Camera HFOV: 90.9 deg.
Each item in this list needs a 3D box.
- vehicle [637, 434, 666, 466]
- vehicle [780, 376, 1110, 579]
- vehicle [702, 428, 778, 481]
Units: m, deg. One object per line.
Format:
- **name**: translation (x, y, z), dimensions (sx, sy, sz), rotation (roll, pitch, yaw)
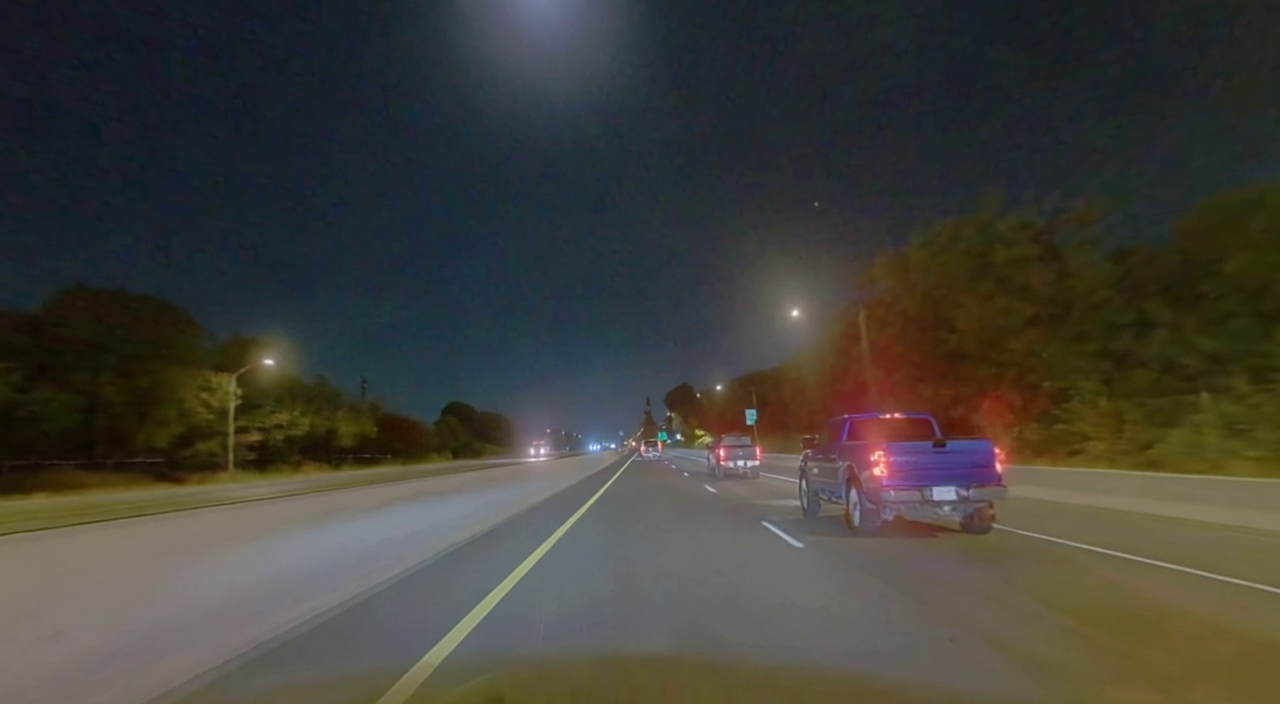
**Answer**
- **vehicle**: translation (0.814, 7.531, 48.490), dimensions (2.099, 2.260, 4.899), rotation (0, -8, 0)
- **vehicle**: translation (3.709, 1.657, 9.097), dimensions (2.145, 2.069, 5.057), rotation (0, -8, -1)
- **vehicle**: translation (4.447, 4.665, 29.048), dimensions (2.594, 2.155, 5.670), rotation (0, -8, 0)
